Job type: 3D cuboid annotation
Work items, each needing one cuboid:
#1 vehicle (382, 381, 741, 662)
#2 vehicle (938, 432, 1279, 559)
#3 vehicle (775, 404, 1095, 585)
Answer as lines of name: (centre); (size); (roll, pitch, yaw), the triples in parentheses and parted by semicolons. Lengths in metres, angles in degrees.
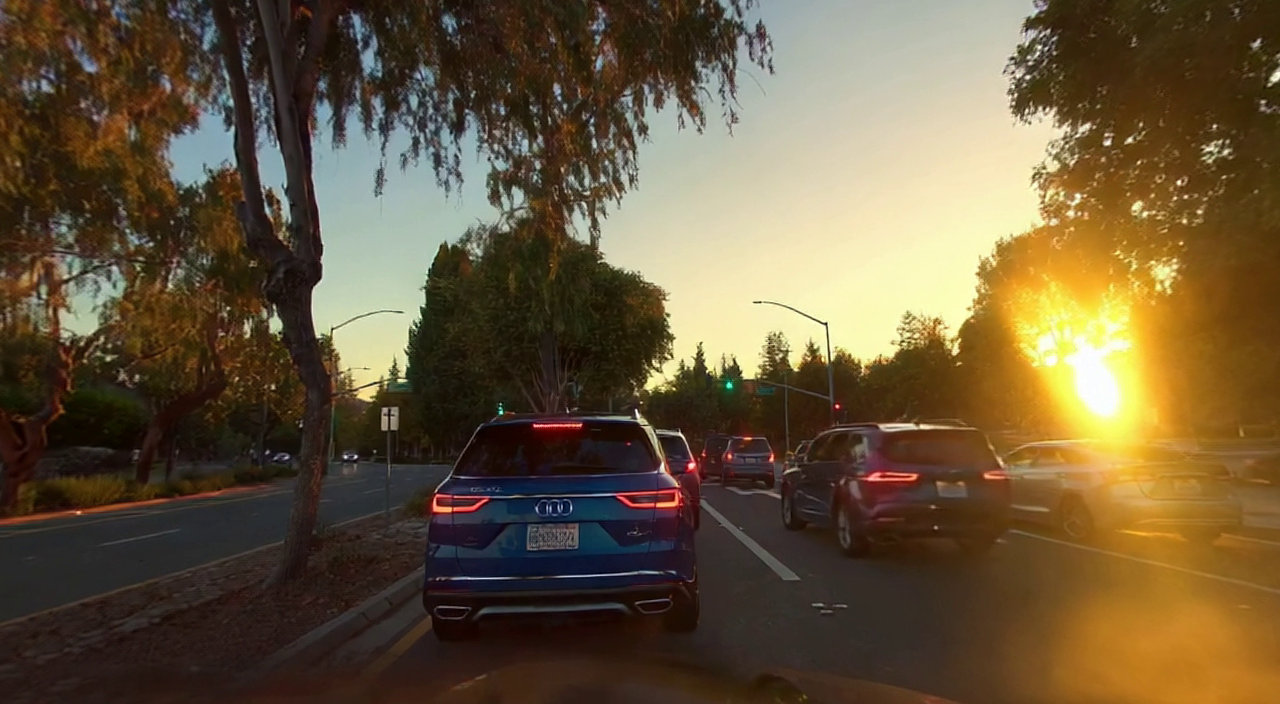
vehicle: (-0.431, 1.354, 6.096); (2.201, 1.709, 4.271); (0, -9, 2)
vehicle: (6.595, 2.008, 9.647); (1.894, 1.445, 4.565); (0, -9, 0)
vehicle: (3.241, 1.666, 8.183); (1.963, 1.682, 4.407); (0, -9, 0)
